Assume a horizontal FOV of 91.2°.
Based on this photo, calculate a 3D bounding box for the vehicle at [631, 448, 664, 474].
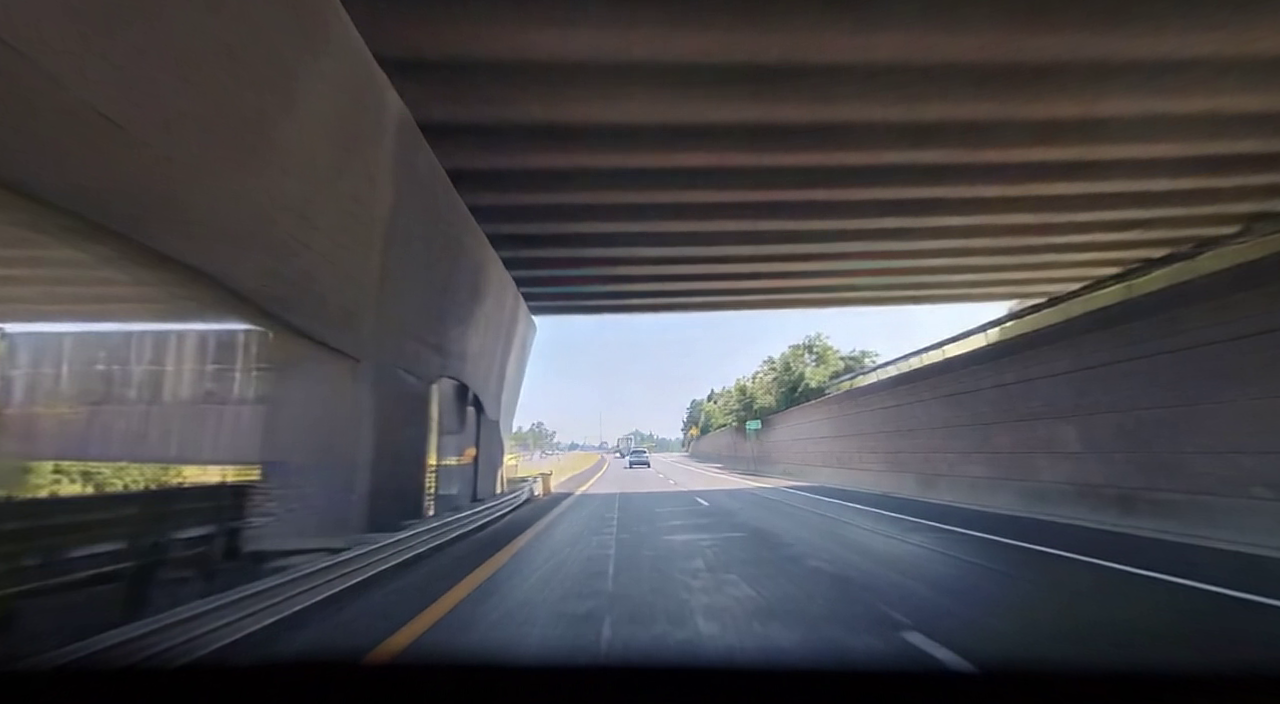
[{"bbox_3d":[0.459,7.483,43.369,2.160,1.691,4.243,0,-9,-1],"label":"vehicle"}]
